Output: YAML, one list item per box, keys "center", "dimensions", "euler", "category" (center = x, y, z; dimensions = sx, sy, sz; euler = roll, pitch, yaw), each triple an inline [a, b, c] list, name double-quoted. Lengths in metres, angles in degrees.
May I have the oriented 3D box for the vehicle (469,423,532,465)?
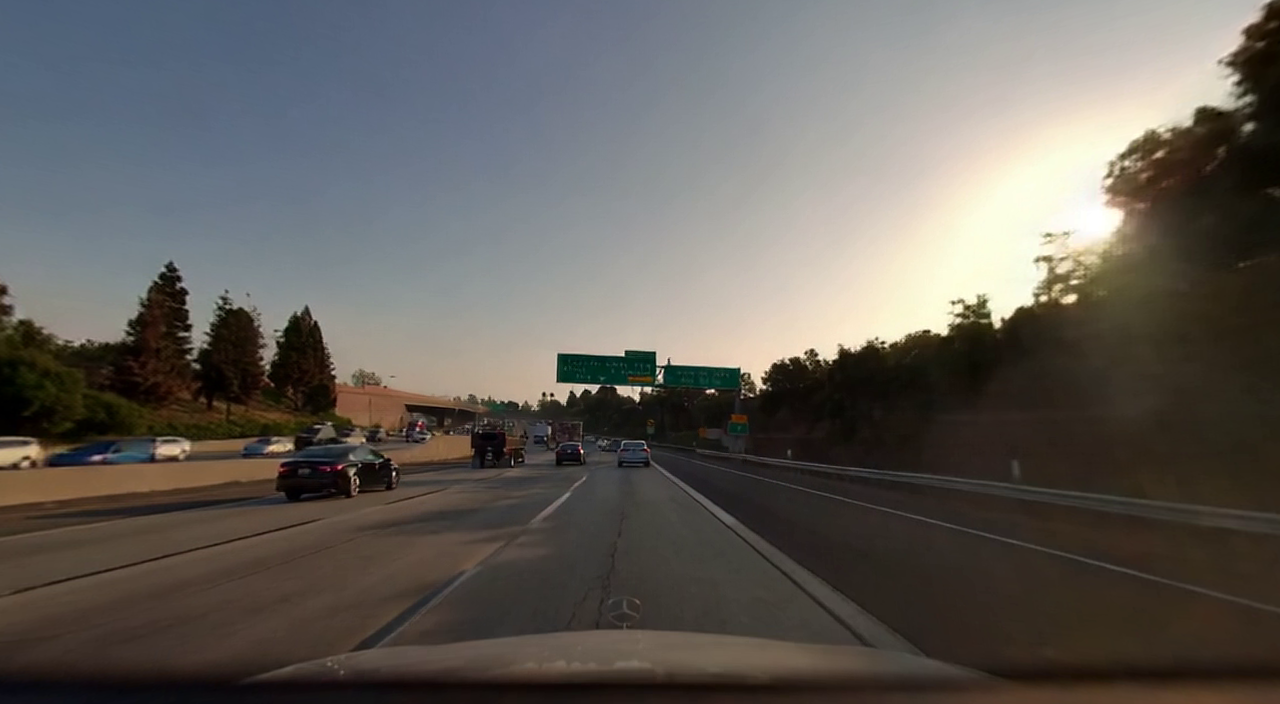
- center: [-8.694, 5.852, 40.109]
  dimensions: [2.773, 2.402, 6.232]
  euler: [0, -8, -2]
  category: "vehicle"

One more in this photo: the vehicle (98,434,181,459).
- center: [-32.583, 6.176, 41.265]
  dimensions: [1.844, 1.520, 4.578]
  euler: [0, -8, -3]
  category: "vehicle"

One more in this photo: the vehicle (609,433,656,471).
- center: [-0.387, 4.740, 29.990]
  dimensions: [2.092, 1.671, 3.772]
  euler: [0, -8, -2]
  category: "vehicle"

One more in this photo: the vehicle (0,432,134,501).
- center: [-15.870, 2.902, 16.333]
  dimensions: [1.926, 1.587, 4.354]
  euler: [0, -8, -1]
  category: "vehicle"

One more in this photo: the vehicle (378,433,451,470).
- center: [-11.818, 5.262, 33.486]
  dimensions: [2.079, 1.807, 5.187]
  euler: [0, -8, -2]
  category: "vehicle"

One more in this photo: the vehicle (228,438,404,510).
- center: [-7.563, 2.854, 15.321]
  dimensions: [1.896, 1.465, 4.399]
  euler: [0, -8, 1]
  category: "vehicle"

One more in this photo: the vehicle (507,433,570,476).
- center: [-4.160, 4.279, 26.502]
  dimensions: [2.005, 1.631, 4.295]
  euler: [0, -8, -1]
  category: "vehicle"

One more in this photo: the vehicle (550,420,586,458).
- center: [-5.381, 6.604, 47.702]
  dimensions: [2.279, 2.672, 5.256]
  euler: [0, -8, -2]
  category: "vehicle"
